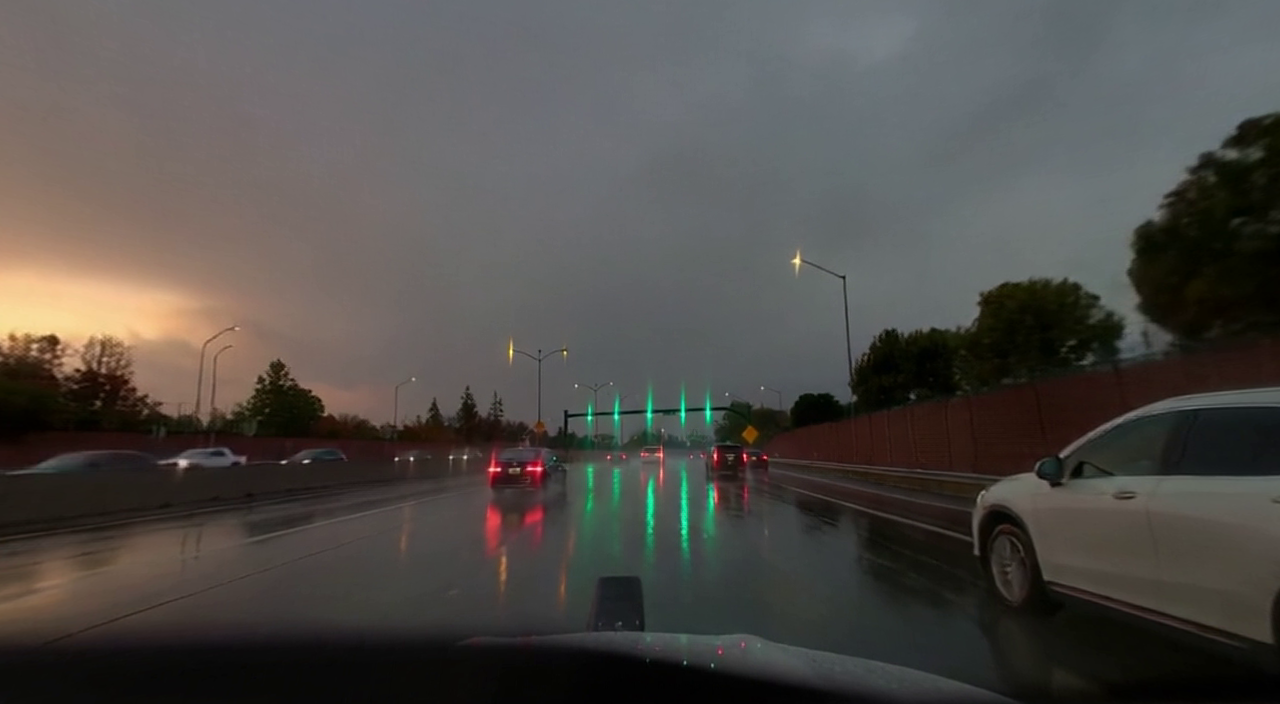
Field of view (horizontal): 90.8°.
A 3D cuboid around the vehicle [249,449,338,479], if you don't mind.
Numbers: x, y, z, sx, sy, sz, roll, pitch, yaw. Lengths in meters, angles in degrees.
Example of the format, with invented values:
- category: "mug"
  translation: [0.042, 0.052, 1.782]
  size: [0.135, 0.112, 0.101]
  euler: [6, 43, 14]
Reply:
- category: "vehicle"
  translation: [-18.503, 5.972, 34.023]
  size: [1.977, 1.492, 4.744]
  euler: [-1, -8, 2]

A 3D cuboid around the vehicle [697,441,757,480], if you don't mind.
- category: "vehicle"
  translation: [4.105, 5.177, 30.451]
  size: [2.320, 1.735, 4.408]
  euler: [0, -8, 1]

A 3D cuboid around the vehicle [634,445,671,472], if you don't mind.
- category: "vehicle"
  translation: [0.937, 7.355, 43.777]
  size: [2.408, 1.748, 4.217]
  euler: [-1, -8, 3]

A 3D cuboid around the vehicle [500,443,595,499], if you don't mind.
- category: "vehicle"
  translation: [-2.701, 3.613, 19.735]
  size: [2.130, 1.514, 4.766]
  euler: [0, -8, 2]

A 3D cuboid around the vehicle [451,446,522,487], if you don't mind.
- category: "vehicle"
  translation: [-6.050, 4.508, 25.277]
  size: [1.835, 1.504, 3.612]
  euler: [0, -8, 1]

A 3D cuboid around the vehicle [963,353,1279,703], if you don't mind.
- category: "vehicle"
  translation: [3.755, 0.909, 2.966]
  size: [2.029, 1.716, 4.545]
  euler: [0, -8, 0]

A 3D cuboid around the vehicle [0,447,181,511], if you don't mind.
- category: "vehicle"
  translation: [-14.972, 3.286, 16.954]
  size: [1.854, 1.449, 4.476]
  euler: [0, -8, 1]
